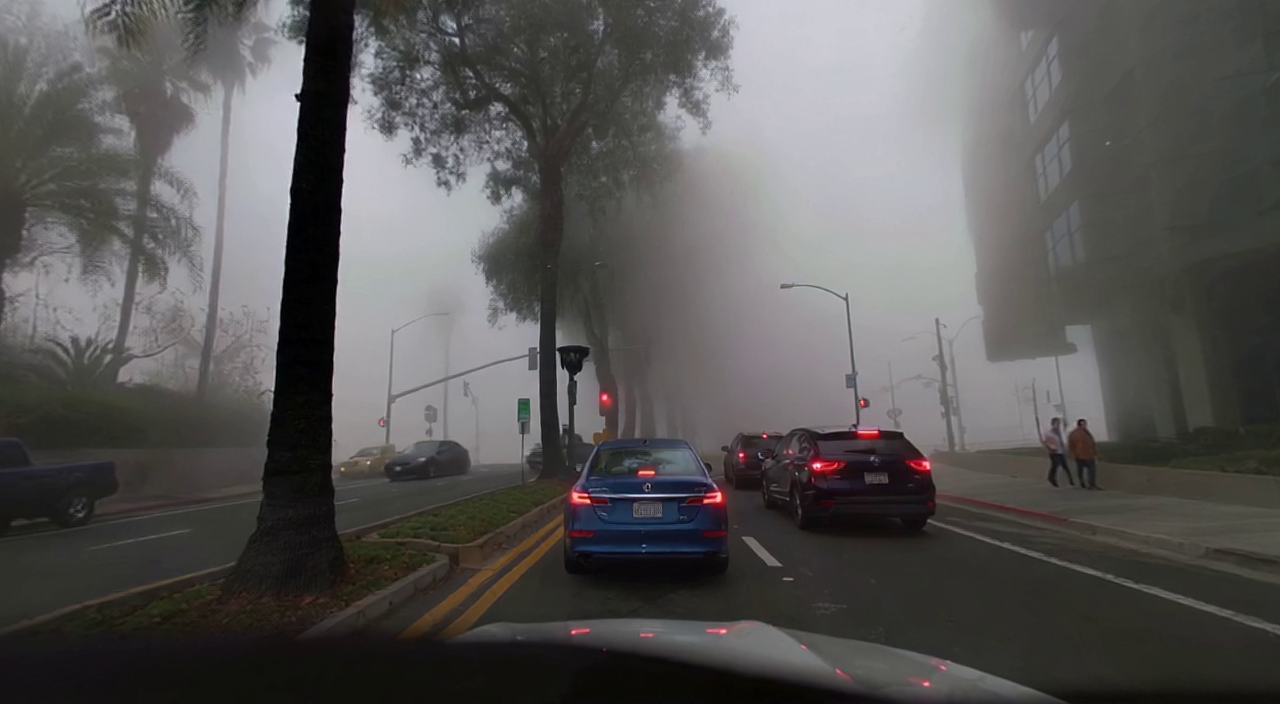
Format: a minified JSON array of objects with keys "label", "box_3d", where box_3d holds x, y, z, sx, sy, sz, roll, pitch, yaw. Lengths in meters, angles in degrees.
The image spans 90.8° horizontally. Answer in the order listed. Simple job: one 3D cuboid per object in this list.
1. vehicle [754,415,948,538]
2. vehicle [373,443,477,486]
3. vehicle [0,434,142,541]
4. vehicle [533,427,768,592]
[{"label":"vehicle","box_3d":[3.401,2.106,11.236,2.003,1.733,4.319,0,-8,1]},{"label":"vehicle","box_3d":[-7.851,4.150,23.638,1.898,1.439,4.540,-1,-8,6]},{"label":"vehicle","box_3d":[-13.055,2.715,12.283,2.240,1.964,5.707,-6,-8,0]},{"label":"vehicle","box_3d":[0.134,1.710,7.700,2.088,1.452,3.993,0,-8,1]}]
